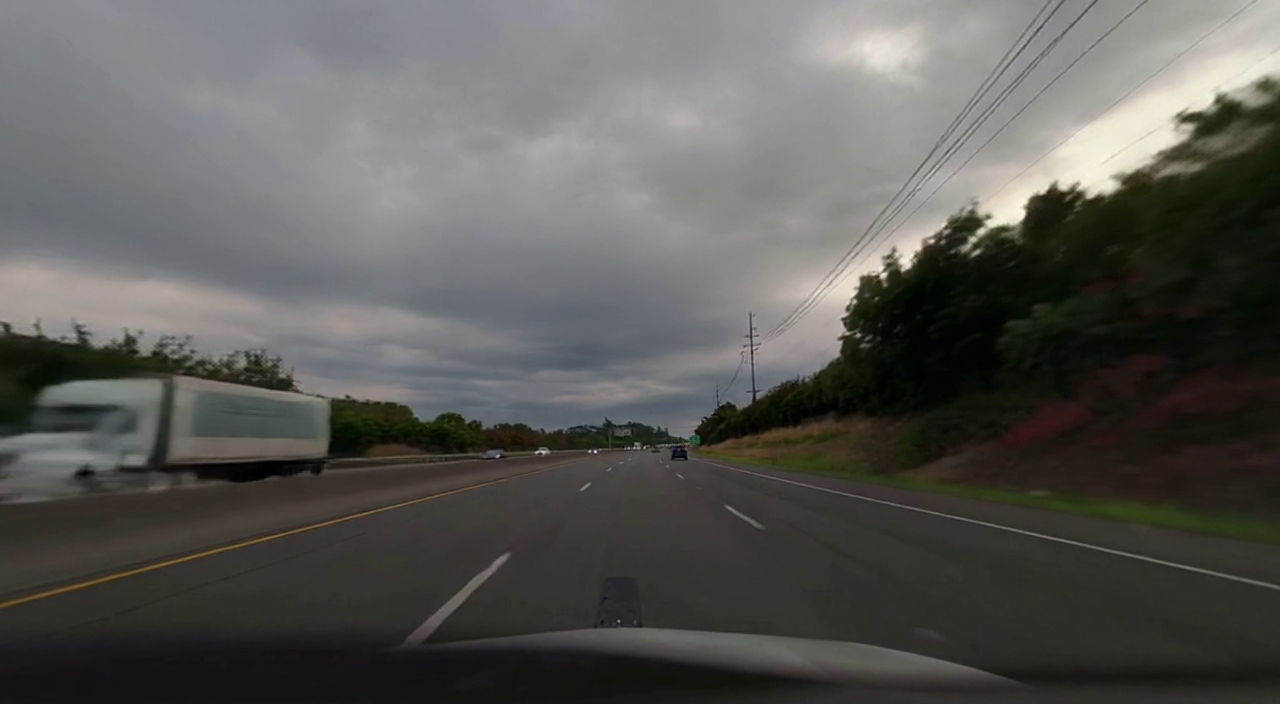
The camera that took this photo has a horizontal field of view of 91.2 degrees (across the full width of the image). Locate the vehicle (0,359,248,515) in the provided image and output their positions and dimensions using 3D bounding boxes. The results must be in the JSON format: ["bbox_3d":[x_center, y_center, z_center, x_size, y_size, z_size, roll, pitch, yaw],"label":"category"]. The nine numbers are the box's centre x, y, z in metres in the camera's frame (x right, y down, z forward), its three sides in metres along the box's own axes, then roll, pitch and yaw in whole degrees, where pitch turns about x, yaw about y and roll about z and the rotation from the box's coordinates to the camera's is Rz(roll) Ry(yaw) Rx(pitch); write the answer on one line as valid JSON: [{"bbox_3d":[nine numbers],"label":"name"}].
[{"bbox_3d":[-15.027,2.479,18.273,3.396,3.812,5.547,1,-9,0],"label":"vehicle"}]
